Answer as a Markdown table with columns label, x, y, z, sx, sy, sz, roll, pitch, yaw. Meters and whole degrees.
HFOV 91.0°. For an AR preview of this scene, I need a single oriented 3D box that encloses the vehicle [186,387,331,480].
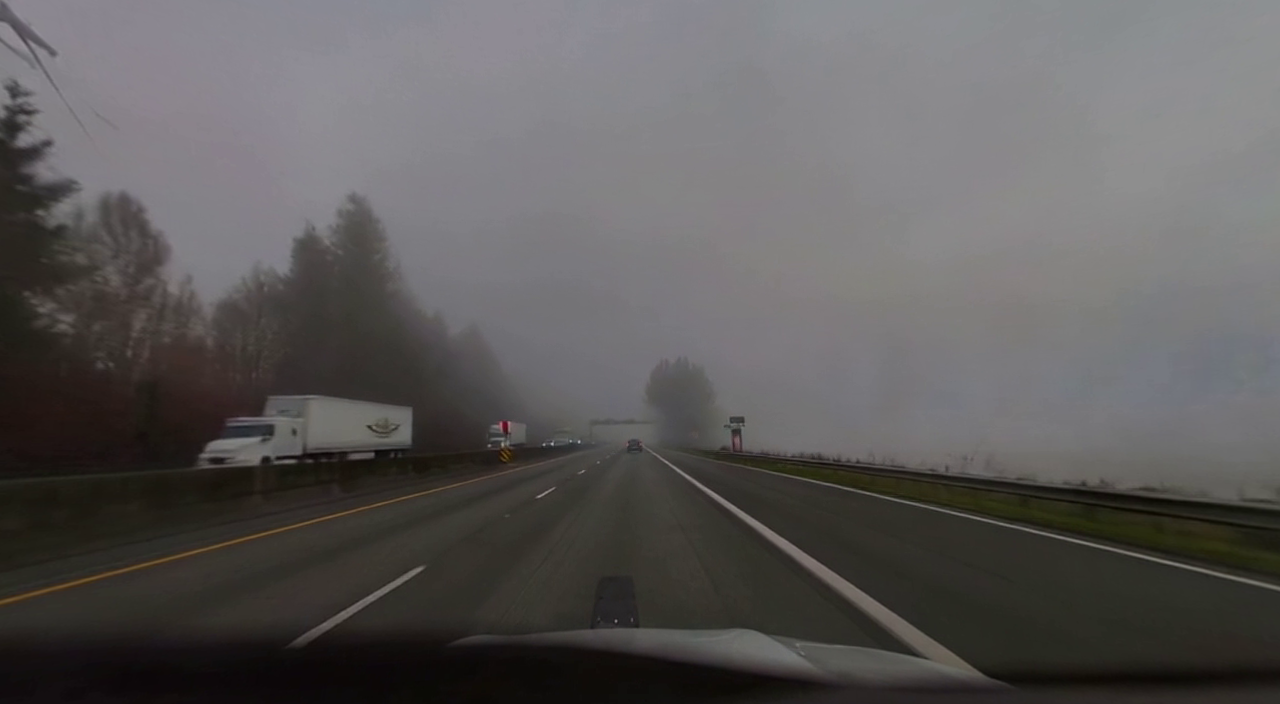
| label | x | y | z | sx | sy | sz | roll | pitch | yaw |
| --- | --- | --- | --- | --- | --- | --- | --- | --- | --- |
| vehicle | -17.483 | 3.843 | 29.444 | 2.989 | 3.857 | 5.976 | -1 | -8 | -1 |
